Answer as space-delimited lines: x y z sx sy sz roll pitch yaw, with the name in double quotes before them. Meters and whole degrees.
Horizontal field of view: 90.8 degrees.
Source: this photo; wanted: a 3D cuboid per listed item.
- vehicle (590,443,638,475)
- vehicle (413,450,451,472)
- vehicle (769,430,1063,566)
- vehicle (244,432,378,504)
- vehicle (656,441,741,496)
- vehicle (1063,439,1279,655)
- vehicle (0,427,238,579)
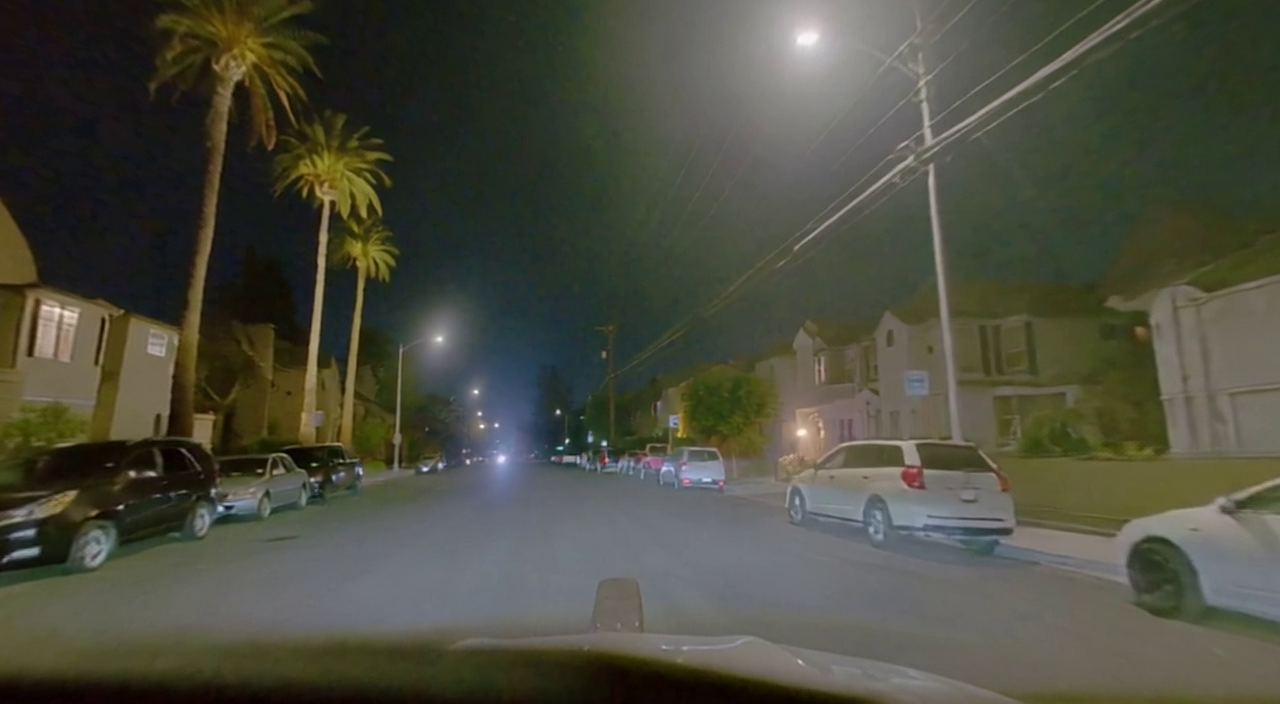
"vehicle" -1.651 6.521 38.677 2.115 1.826 4.871 2 -9 -12
"vehicle" -15.366 8.053 46.847 2.013 1.483 4.645 2 -9 -10
"vehicle" 3.937 2.145 10.105 1.943 1.623 4.471 2 -9 -13
"vehicle" -10.237 3.637 20.304 2.300 1.943 5.744 2 -9 -12
"vehicle" 1.907 4.000 22.004 1.894 1.675 4.294 2 -9 -9
"vehicle" 5.302 1.256 3.891 1.786 1.437 4.448 2 -9 -10
"vehicle" -7.958 2.048 9.388 1.919 1.678 4.385 -1 -7 -13
